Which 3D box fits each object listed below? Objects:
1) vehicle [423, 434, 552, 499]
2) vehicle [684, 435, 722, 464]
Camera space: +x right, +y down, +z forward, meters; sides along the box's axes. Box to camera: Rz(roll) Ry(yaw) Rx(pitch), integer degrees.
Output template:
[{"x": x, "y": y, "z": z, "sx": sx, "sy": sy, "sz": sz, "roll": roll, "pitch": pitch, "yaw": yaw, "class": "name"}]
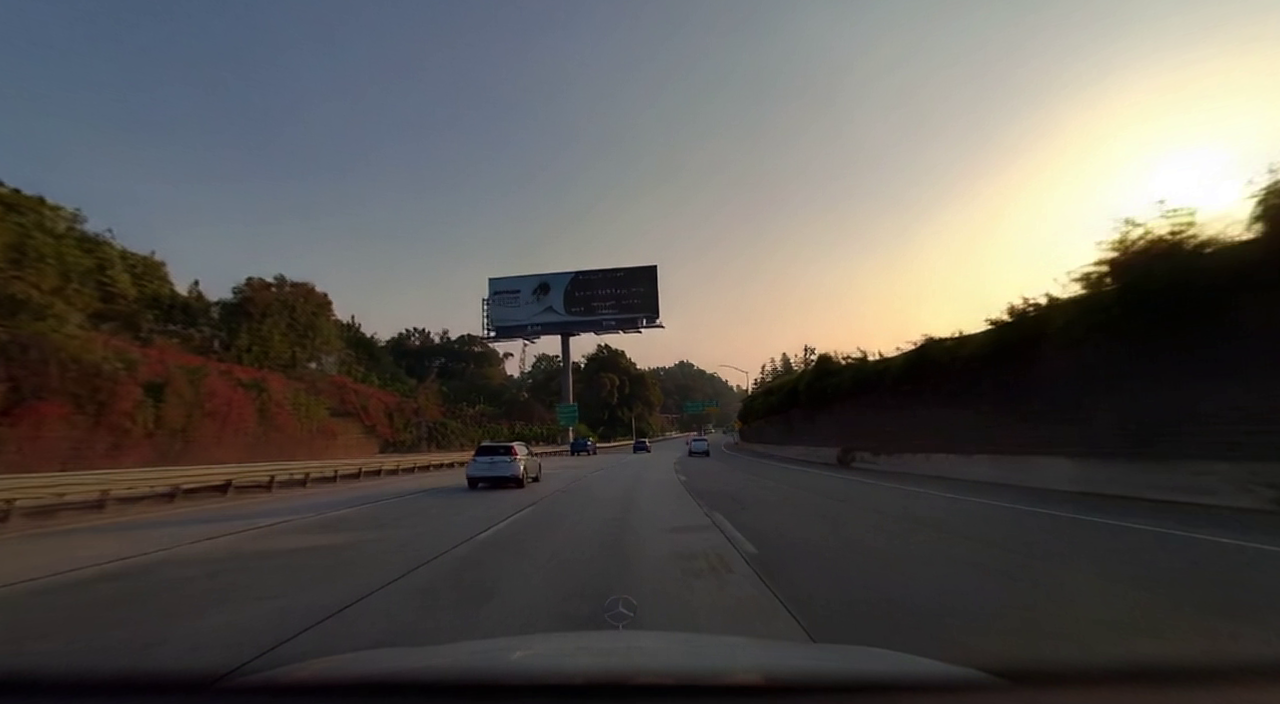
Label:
[{"x": -3.819, "y": 2.969, "z": 16.772, "sx": 2.192, "sy": 1.482, "sz": 4.454, "roll": 0, "pitch": -9, "yaw": 1, "class": "vehicle"}, {"x": 4.078, "y": 6.433, "z": 41.623, "sx": 2.211, "sy": 1.814, "sz": 4.404, "roll": 0, "pitch": -9, "yaw": 2, "class": "vehicle"}]
